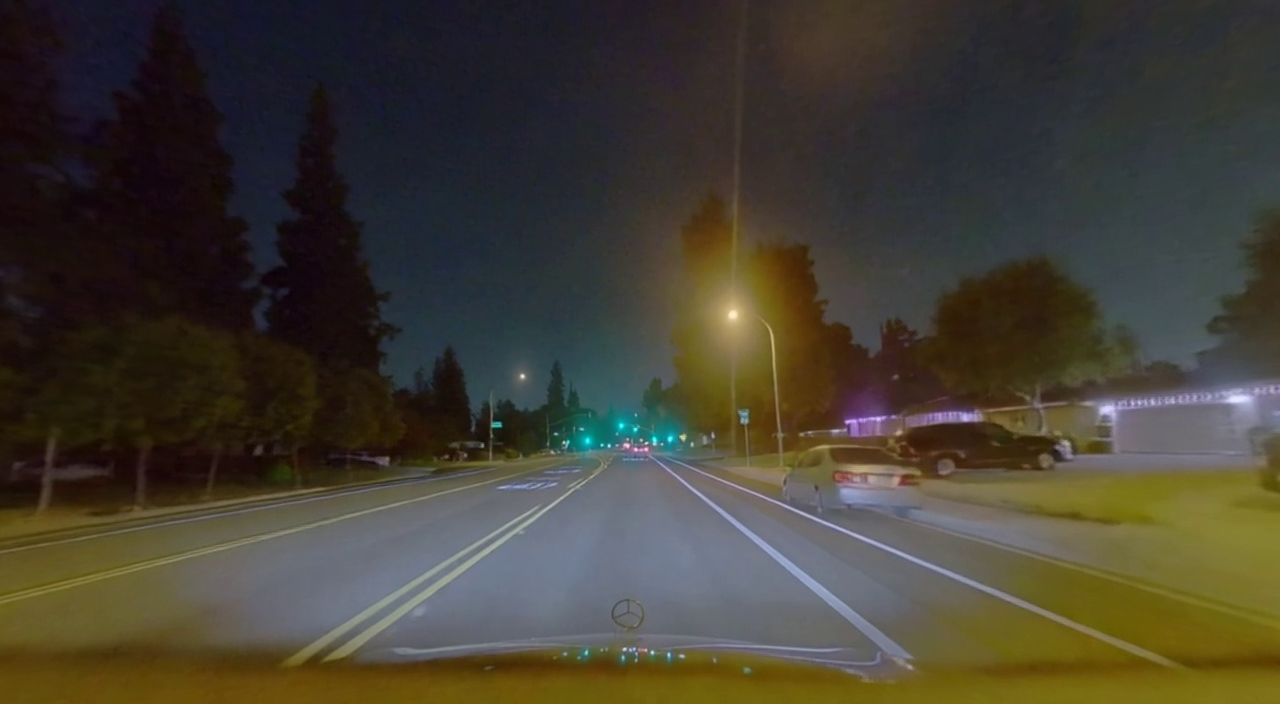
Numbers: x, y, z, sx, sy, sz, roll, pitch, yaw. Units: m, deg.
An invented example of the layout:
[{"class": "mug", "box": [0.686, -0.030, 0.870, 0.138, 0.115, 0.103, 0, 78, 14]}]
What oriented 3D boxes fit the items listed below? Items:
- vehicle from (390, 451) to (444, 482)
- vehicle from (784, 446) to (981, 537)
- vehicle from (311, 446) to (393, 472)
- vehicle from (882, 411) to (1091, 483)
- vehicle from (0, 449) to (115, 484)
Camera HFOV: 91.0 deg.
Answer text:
[{"class": "vehicle", "box": [-13.025, 6.689, 36.998, 1.791, 1.552, 3.919, -3, -8, 0]}, {"class": "vehicle", "box": [4.580, 2.676, 12.898, 1.980, 1.465, 4.970, 0, -8, -1]}, {"class": "vehicle", "box": [-19.718, 7.317, 43.280, 4.661, 1.726, 1.978, 0, -9, -4]}, {"class": "vehicle", "box": [10.241, 2.908, 19.288, 2.160, 1.847, 5.442, 3, -9, -20]}, {"class": "vehicle", "box": [-26.995, 5.152, 28.501, 4.601, 1.496, 1.991, 0, -8, 0]}]
